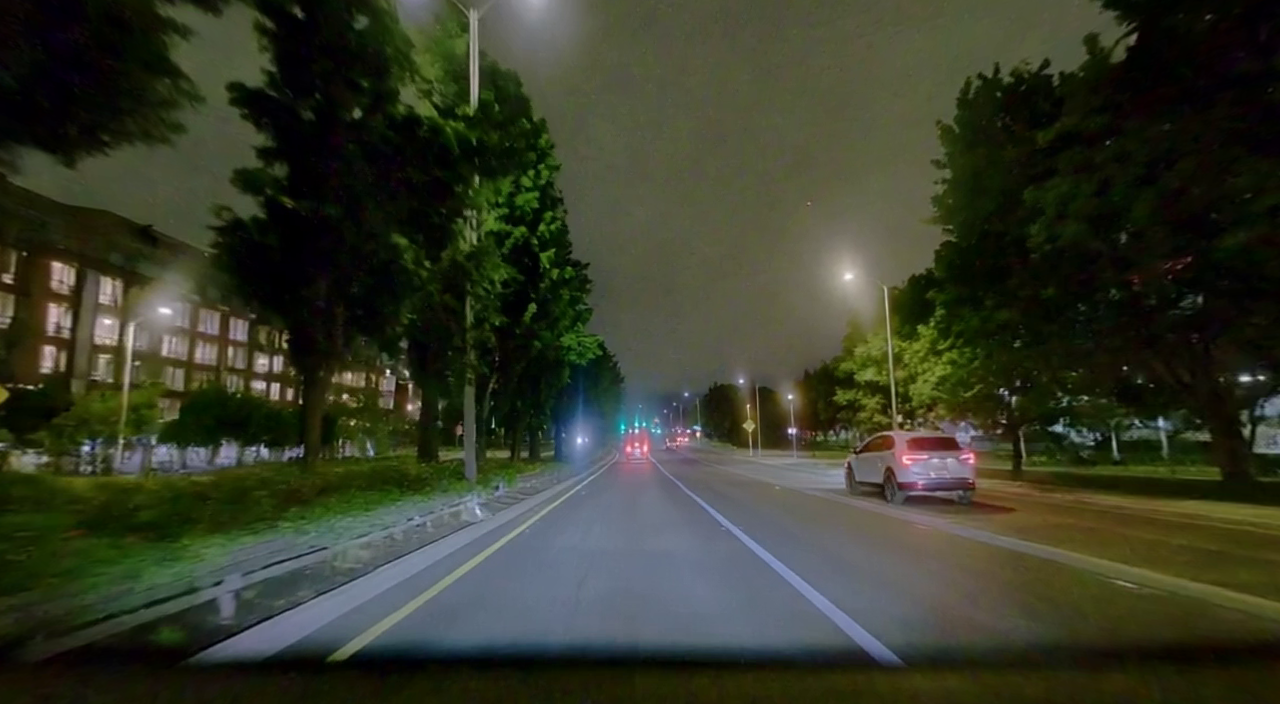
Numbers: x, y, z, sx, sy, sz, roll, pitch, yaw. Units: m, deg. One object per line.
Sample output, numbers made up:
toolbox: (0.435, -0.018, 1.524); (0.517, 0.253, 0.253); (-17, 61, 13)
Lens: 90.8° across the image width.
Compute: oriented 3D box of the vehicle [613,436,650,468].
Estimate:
vehicle: (-0.478, 6.160, 39.012); (2.193, 1.794, 4.457); (0, -8, 0)

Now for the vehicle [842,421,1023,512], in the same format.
vehicle: (6.626, 2.643, 15.037); (2.026, 1.804, 4.565); (0, -8, -1)
